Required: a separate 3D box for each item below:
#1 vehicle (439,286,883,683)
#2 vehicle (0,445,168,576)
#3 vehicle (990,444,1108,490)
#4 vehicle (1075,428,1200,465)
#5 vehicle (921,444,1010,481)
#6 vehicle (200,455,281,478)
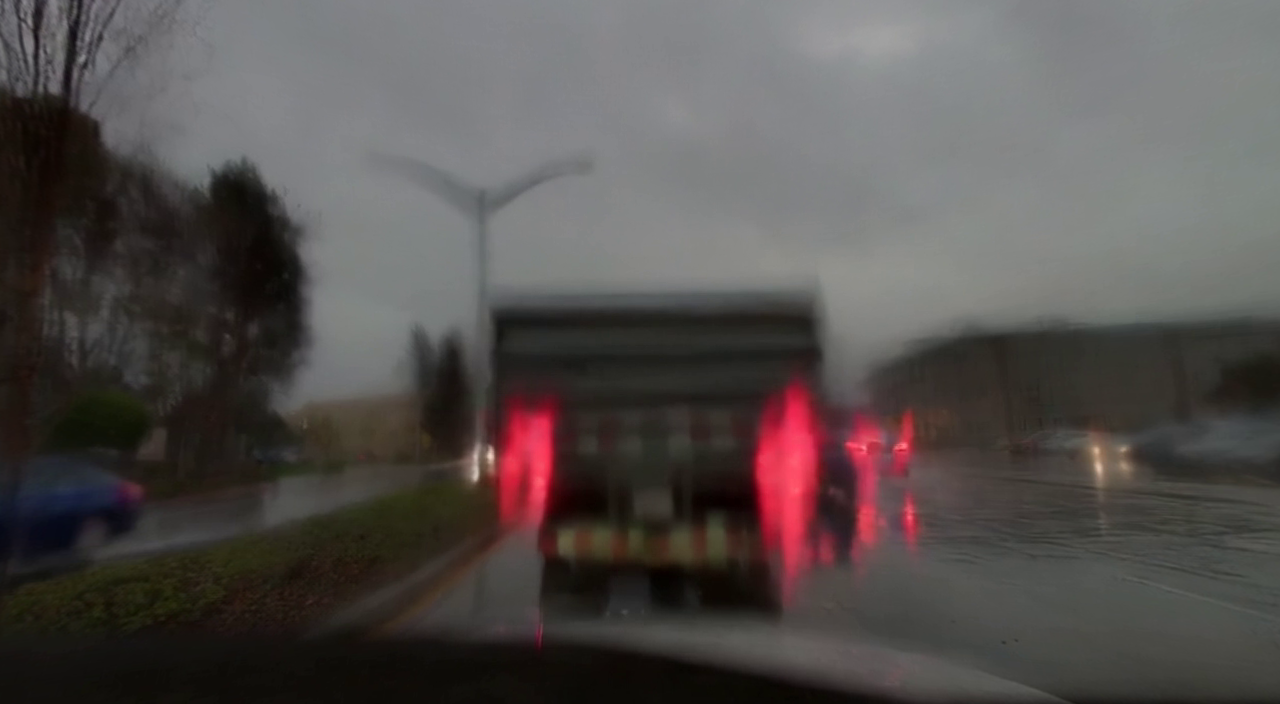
[{"bbox_3d":[0.266,1.284,7.400,2.650,2.391,7.008,-1,-8,3],"label":"vehicle"},{"bbox_3d":[-8.335,1.850,7.392,2.006,1.479,4.643,0,-8,0],"label":"vehicle"},{"bbox_3d":[14.289,4.000,22.305,1.702,1.475,3.670,-1,-8,1],"label":"vehicle"},{"bbox_3d":[23.121,4.391,29.439,4.171,1.614,1.894,-1,-8,1],"label":"vehicle"},{"bbox_3d":[14.170,4.801,27.725,1.777,1.488,4.081,-1,-8,1],"label":"vehicle"},{"bbox_3d":[-27.806,7.962,43.955,4.409,1.446,1.862,-1,-8,5],"label":"vehicle"}]
